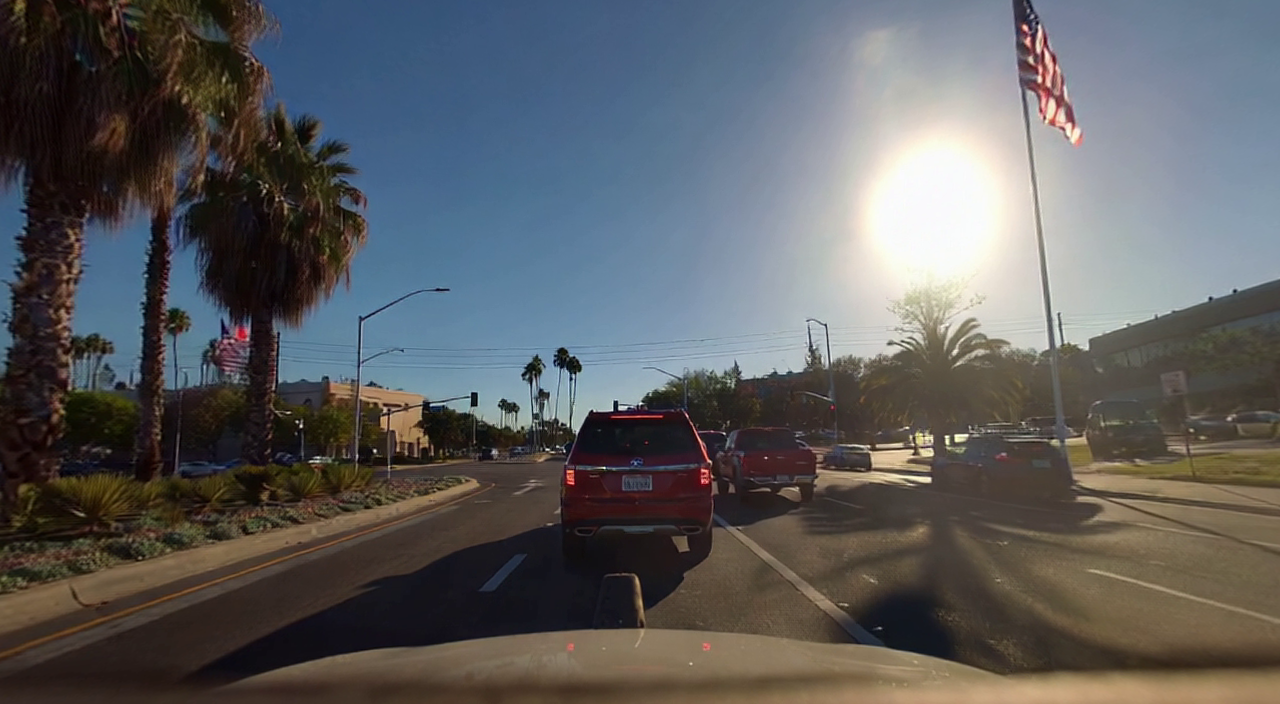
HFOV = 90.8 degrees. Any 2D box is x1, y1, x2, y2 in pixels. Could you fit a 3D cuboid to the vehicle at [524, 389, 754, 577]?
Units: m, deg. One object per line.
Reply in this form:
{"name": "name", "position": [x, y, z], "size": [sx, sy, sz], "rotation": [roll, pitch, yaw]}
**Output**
{"name": "vehicle", "position": [-0.117, 1.704, 8.965], "size": [2.402, 1.938, 4.535], "rotation": [0, -9, -3]}

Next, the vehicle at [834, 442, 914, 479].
{"name": "vehicle", "position": [10.162, 4.736, 27.794], "size": [1.855, 1.495, 4.143], "rotation": [0, -9, -1]}

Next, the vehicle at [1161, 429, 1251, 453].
{"name": "vehicle", "position": [36.421, 5.763, 40.835], "size": [1.839, 1.455, 4.395], "rotation": [0, -9, 2]}

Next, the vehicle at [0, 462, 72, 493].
{"name": "vehicle", "position": [-45.644, 9.091, 45.752], "size": [6.410, 2.078, 2.584], "rotation": [0, -9, 0]}

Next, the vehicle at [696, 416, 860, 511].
{"name": "vehicle", "position": [3.245, 2.858, 16.754], "size": [2.773, 2.021, 6.212], "rotation": [0, -9, -2]}

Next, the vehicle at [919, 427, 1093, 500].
{"name": "vehicle", "position": [10.076, 3.111, 17.952], "size": [2.155, 1.779, 4.582], "rotation": [0, -9, 0]}
